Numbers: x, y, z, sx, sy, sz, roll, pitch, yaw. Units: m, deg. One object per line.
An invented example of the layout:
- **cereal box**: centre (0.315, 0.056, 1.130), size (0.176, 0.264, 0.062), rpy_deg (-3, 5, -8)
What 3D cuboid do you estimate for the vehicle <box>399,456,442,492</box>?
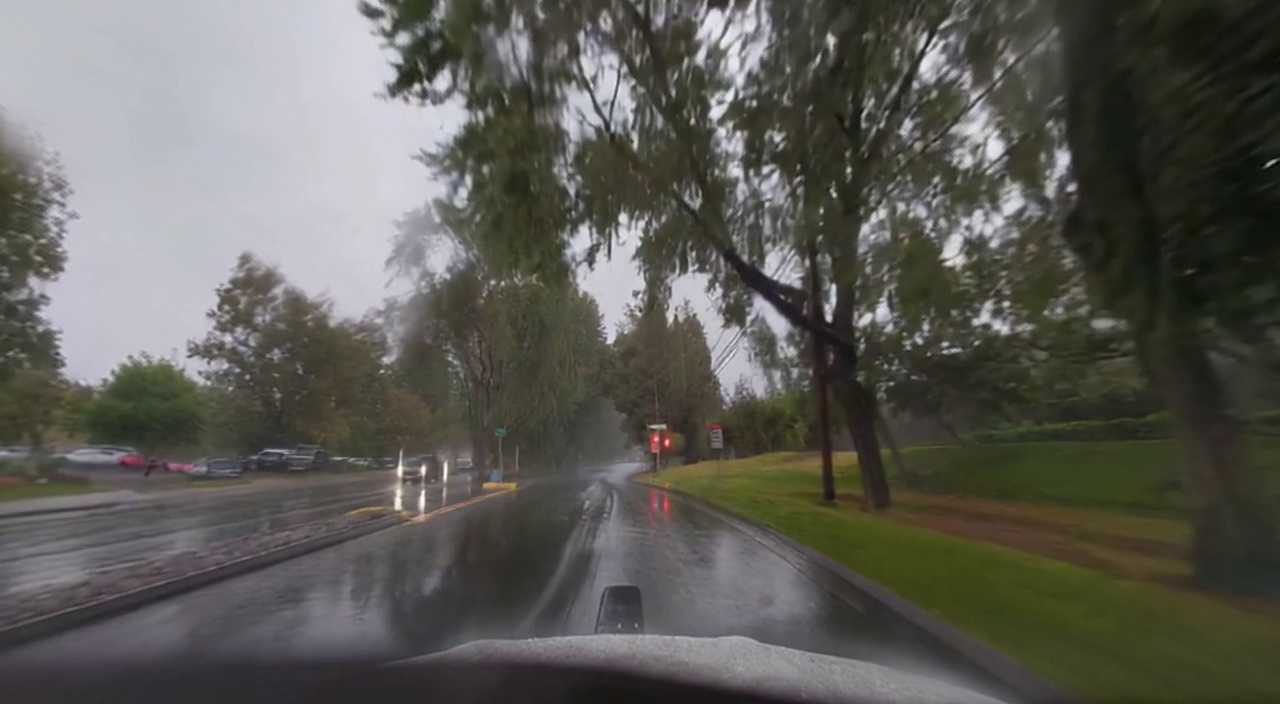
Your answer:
- **vehicle**: centre (-12.013, 6.555, 34.218), size (1.861, 1.736, 4.241), rpy_deg (2, -9, -24)
